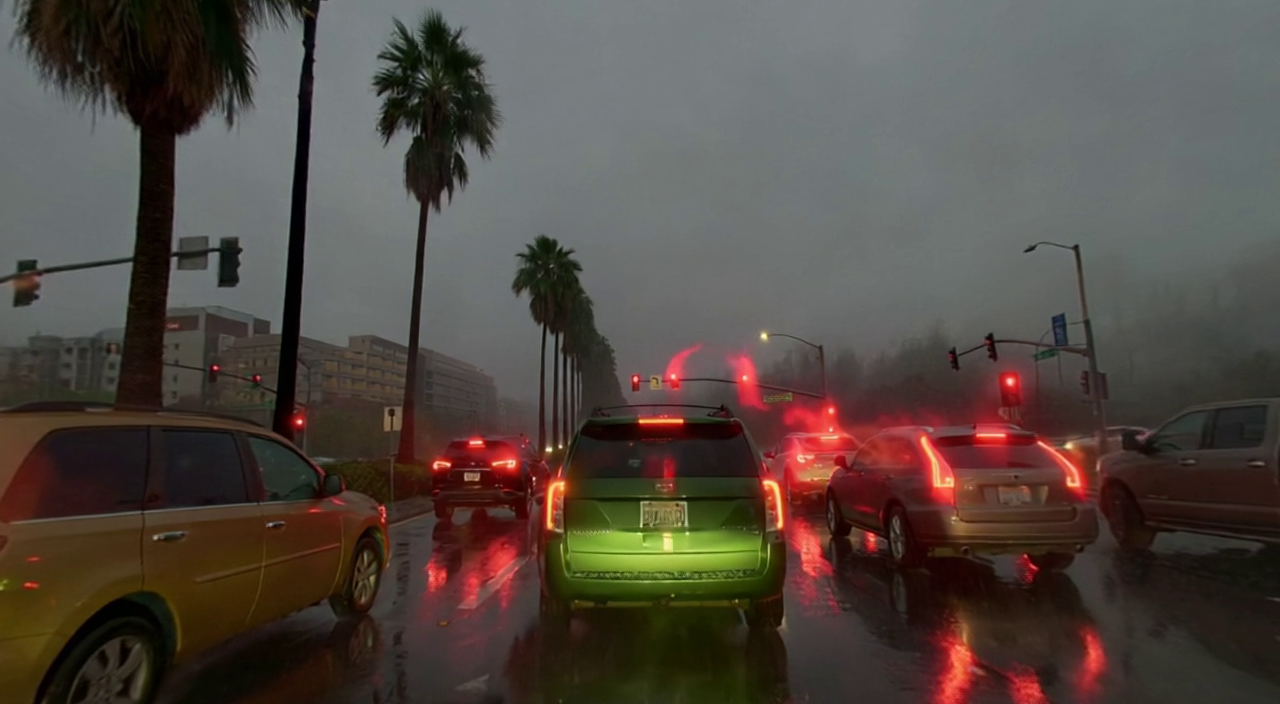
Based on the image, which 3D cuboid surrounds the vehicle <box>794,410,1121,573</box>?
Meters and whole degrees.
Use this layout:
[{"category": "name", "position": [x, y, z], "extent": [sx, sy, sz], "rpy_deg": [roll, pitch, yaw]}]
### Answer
[{"category": "vehicle", "position": [4.007, 1.860, 9.289], "extent": [2.072, 1.704, 5.170], "rpy_deg": [0, -8, -1]}]

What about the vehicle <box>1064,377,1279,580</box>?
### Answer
[{"category": "vehicle", "position": [7.316, 1.237, 6.146], "extent": [2.337, 1.925, 5.728], "rpy_deg": [0, -8, 0]}]

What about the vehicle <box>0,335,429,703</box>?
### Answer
[{"category": "vehicle", "position": [-3.167, 1.086, 3.909], "extent": [2.171, 1.702, 4.416], "rpy_deg": [0, -9, 0]}]

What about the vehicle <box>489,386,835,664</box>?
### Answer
[{"category": "vehicle", "position": [0.165, 1.368, 6.010], "extent": [2.123, 1.704, 4.128], "rpy_deg": [0, -8, 1]}]
